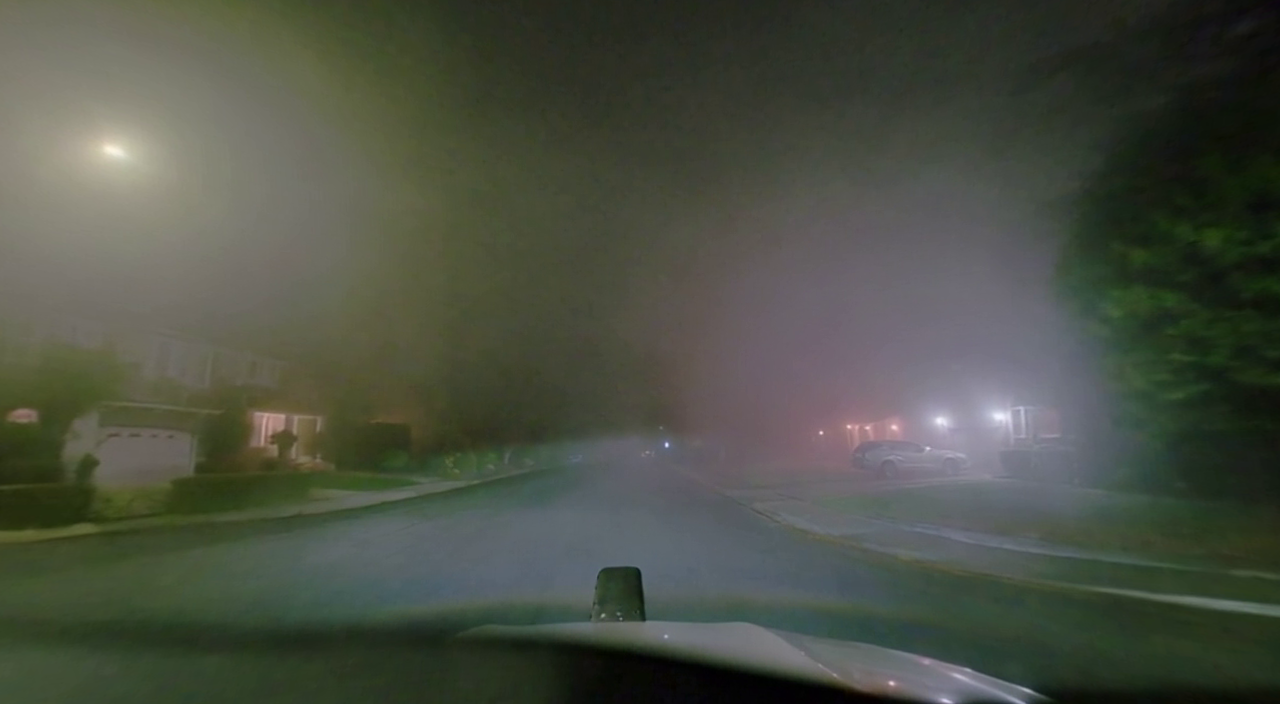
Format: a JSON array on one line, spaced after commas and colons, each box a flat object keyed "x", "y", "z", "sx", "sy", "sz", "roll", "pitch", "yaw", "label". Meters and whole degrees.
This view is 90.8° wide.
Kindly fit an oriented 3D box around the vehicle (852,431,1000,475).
[{"x": 11.200, "y": 4.002, "z": 25.029, "sx": 4.894, "sy": 1.616, "sz": 1.965, "roll": -1, "pitch": -9, "yaw": 2, "label": "vehicle"}]
